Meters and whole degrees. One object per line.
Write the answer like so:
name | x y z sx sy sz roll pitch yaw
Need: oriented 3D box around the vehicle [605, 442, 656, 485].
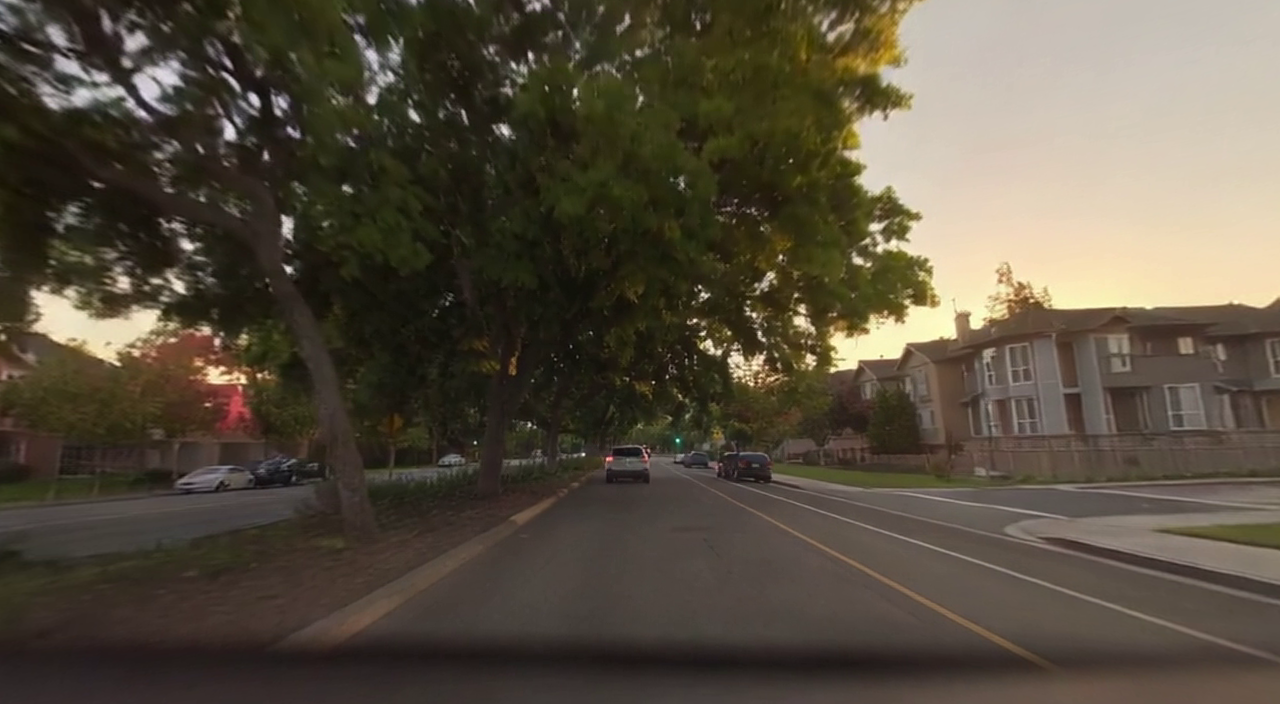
vehicle | -0.419 4.796 27.563 2.070 1.698 3.925 0 -8 -1

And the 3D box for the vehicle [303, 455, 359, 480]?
vehicle | -22.533 8.398 46.287 1.835 1.644 4.598 0 -8 -1

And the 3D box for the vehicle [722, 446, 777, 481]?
vehicle | 5.699 5.810 33.323 1.970 1.696 4.405 0 -8 -2

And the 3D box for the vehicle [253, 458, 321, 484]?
vehicle | -22.368 7.526 40.237 1.772 1.457 4.505 0 -8 -1

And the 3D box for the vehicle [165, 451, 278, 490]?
vehicle | -22.457 6.350 34.319 2.338 1.842 5.722 0 -8 -1
